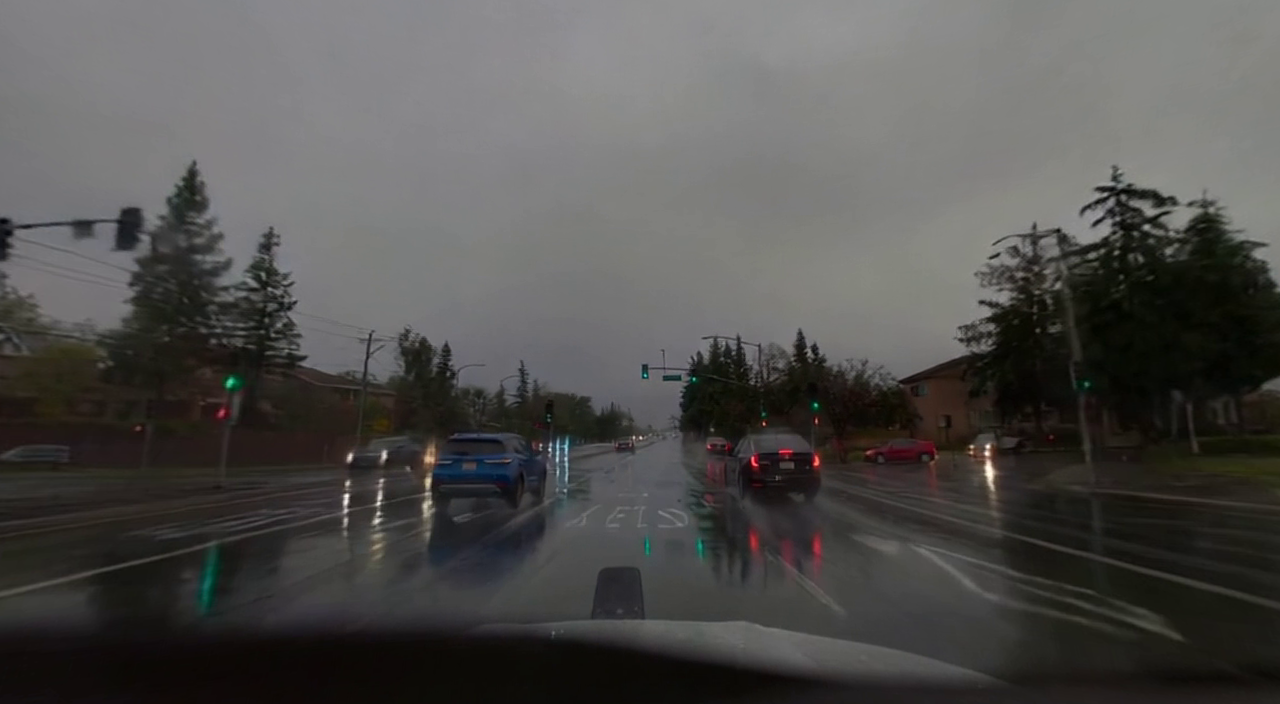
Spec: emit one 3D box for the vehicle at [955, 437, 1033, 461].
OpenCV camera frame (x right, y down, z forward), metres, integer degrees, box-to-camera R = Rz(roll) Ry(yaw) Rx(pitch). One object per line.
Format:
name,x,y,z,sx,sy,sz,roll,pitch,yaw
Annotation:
vehicle,25.086,6.867,44.799,4.479,1.652,2.174,2,-9,-17

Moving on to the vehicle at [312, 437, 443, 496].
vehicle,-7.413,3.260,18.418,1.999,1.465,4.640,0,-8,-2

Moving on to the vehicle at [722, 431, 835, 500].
vehicle,3.647,3.080,17.566,2.132,1.659,4.387,0,-8,0

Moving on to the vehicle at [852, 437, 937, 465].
vehicle,17.218,6.690,42.793,4.922,1.630,2.094,1,-9,-16

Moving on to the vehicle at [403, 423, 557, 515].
vehicle,-3.260,2.506,14.039,2.045,1.688,4.632,-1,-8,2

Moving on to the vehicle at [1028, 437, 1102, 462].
vehicle,31.615,7.231,47.021,4.524,1.765,2.086,2,-9,-17

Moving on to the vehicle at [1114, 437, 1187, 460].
vehicle,39.936,7.540,49.420,4.662,1.700,1.985,3,-9,-18
